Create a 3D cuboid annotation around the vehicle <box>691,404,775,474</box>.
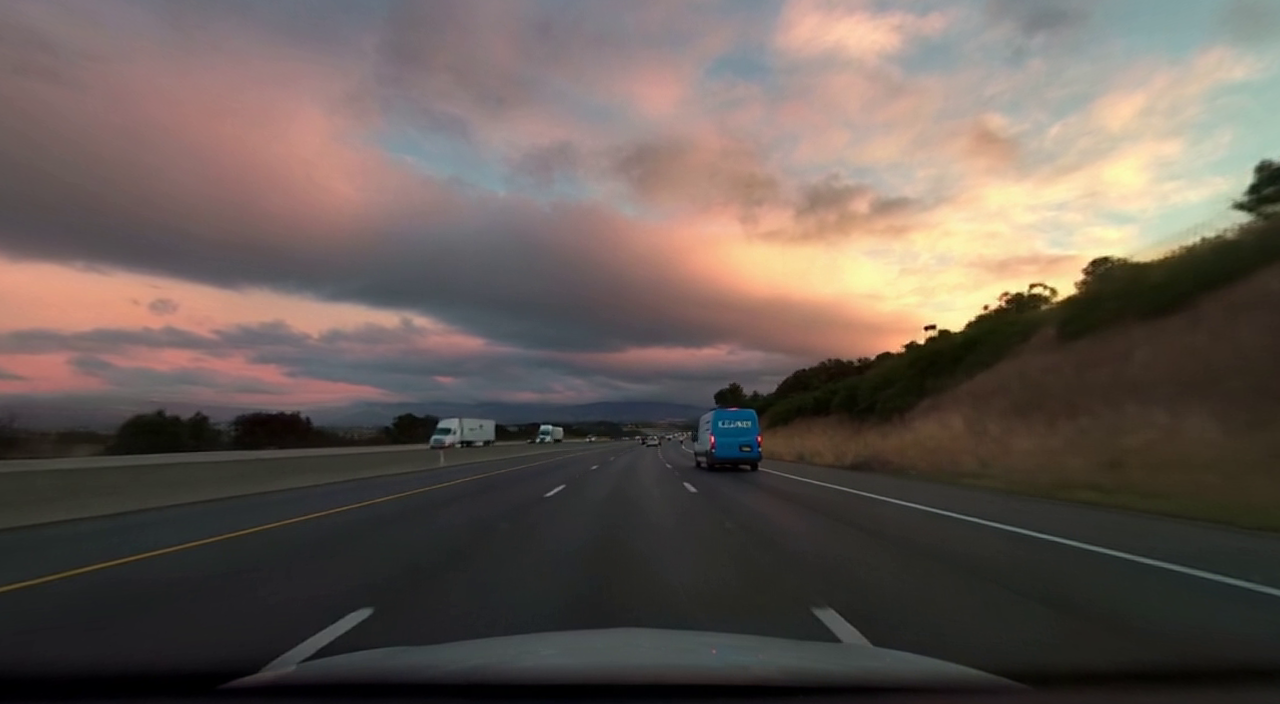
[{"bbox_3d":[3.696,3.630,26.221,2.485,2.562,5.535,0,-8,-2],"label":"vehicle"}]
